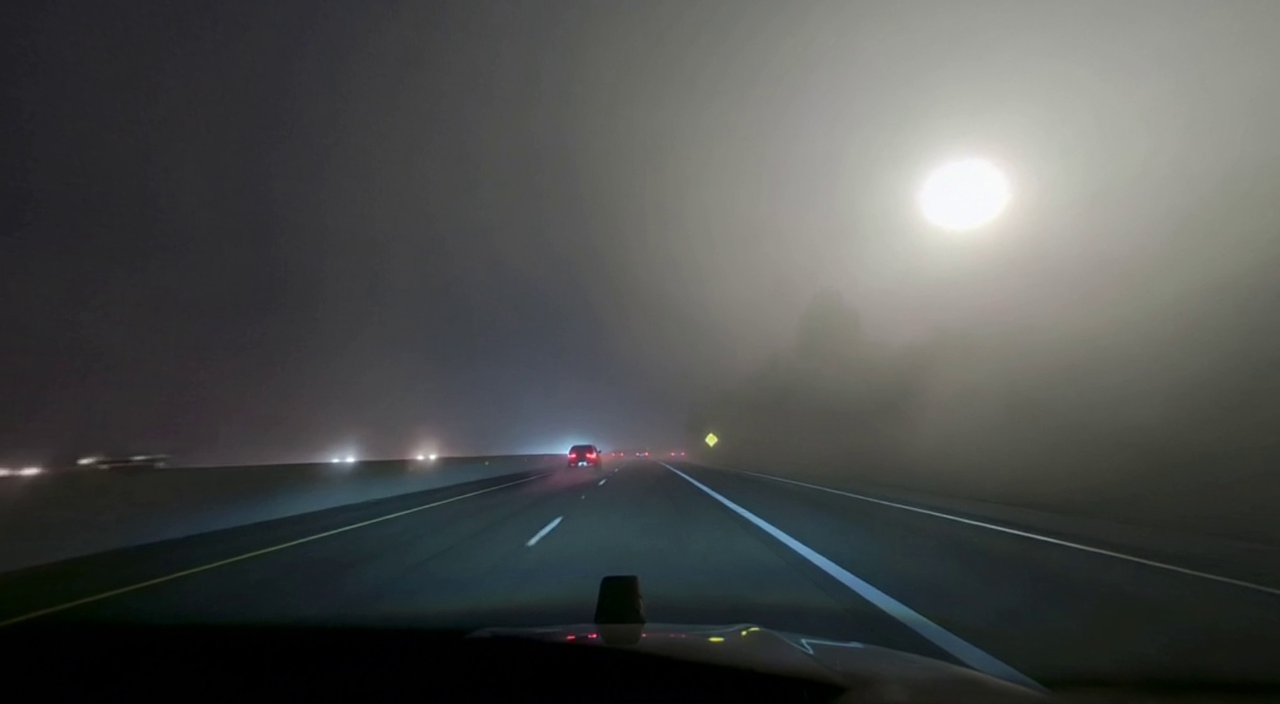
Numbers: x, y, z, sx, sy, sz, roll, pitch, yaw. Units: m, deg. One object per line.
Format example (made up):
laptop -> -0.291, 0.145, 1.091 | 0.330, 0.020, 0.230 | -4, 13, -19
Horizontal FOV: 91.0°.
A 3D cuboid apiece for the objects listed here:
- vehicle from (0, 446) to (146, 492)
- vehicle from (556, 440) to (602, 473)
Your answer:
vehicle -> -25.274, 5.163, 28.269 | 2.066, 1.838, 4.949 | 0, -9, 1
vehicle -> -3.310, 5.796, 35.036 | 2.070, 1.707, 4.309 | 0, -9, 1
